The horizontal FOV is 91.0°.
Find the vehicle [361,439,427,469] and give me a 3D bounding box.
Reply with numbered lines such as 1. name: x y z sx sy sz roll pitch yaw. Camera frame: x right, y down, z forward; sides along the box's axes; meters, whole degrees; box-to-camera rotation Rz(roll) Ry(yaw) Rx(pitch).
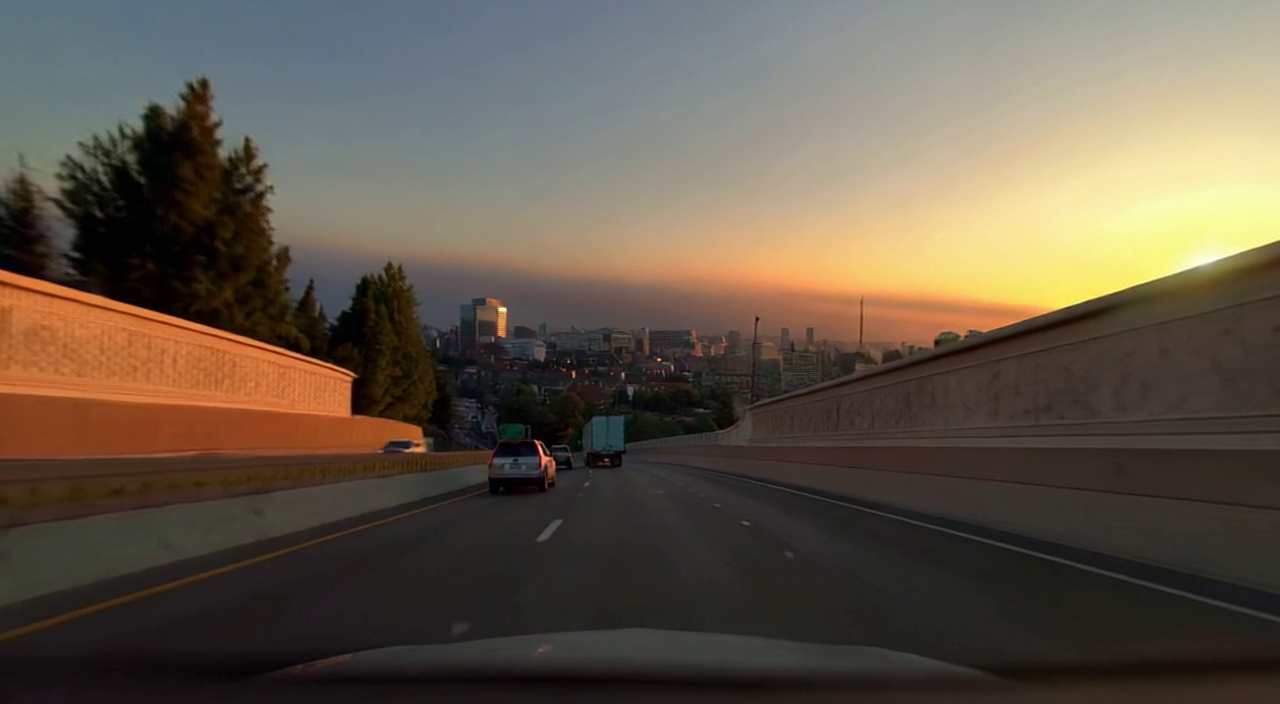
1. vehicle: -14.383 5.982 37.128 2.187 1.625 4.614 1 -9 -2

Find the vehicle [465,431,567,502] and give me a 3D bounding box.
1. vehicle: -3.356 3.195 17.925 2.041 1.734 4.391 0 -9 -1
